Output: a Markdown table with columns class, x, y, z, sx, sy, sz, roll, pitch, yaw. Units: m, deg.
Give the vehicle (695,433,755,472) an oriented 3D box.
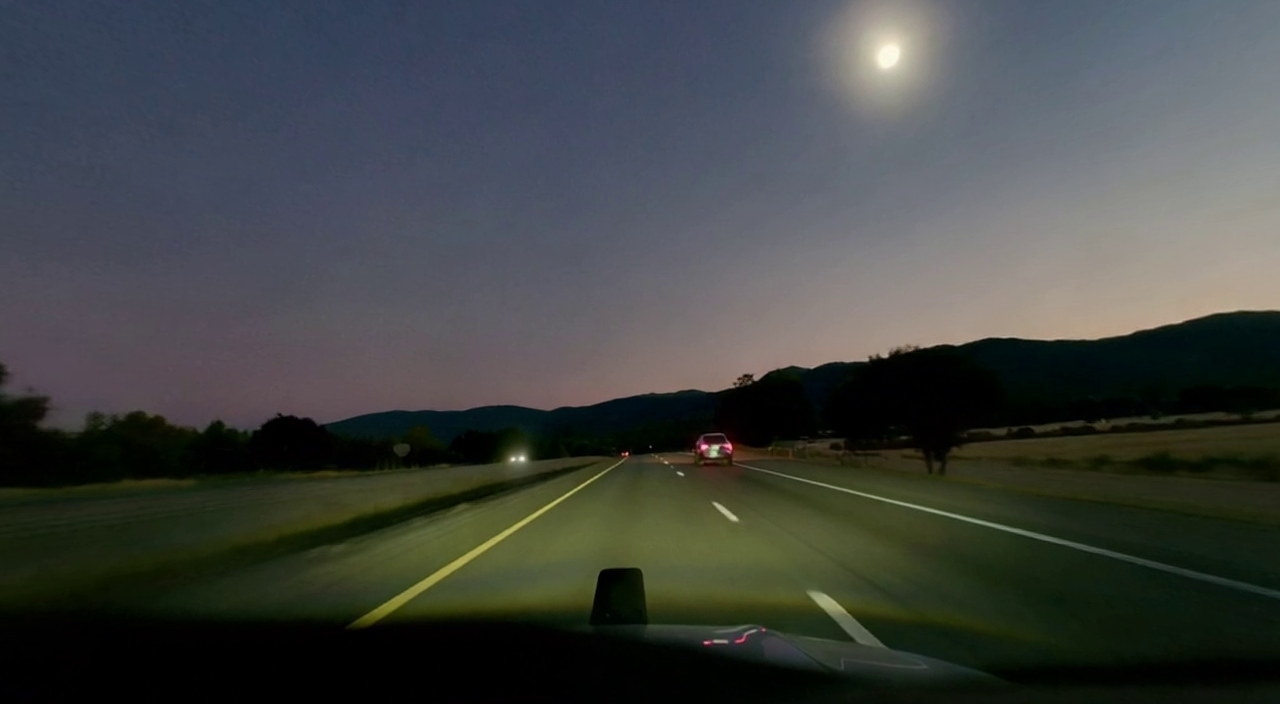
| class | x | y | z | sx | sy | sz | roll | pitch | yaw |
| --- | --- | --- | --- | --- | --- | --- | --- | --- | --- |
| vehicle | 3.800 | 4.594 | 28.960 | 2.157 | 1.640 | 4.056 | 0 | -9 | 0 |
